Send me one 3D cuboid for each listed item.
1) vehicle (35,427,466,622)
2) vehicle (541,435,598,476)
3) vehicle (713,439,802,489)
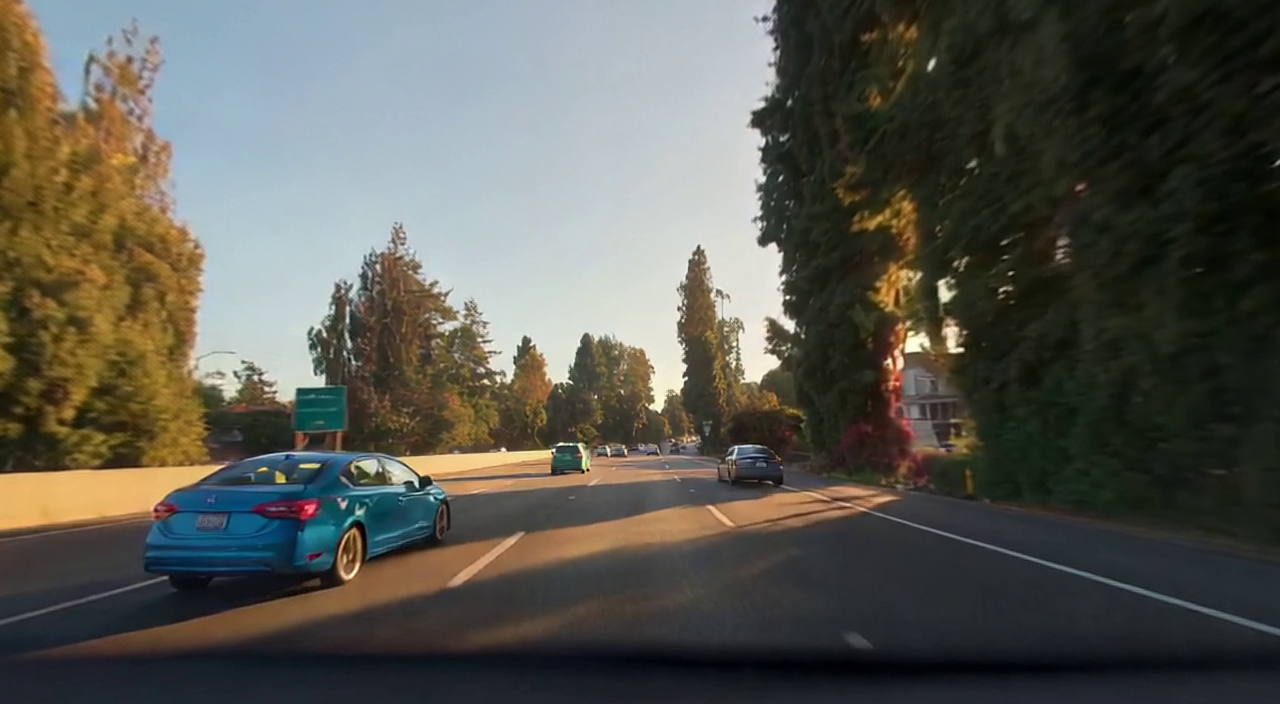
[{"bbox_3d":[-3.614,1.659,7.118,1.948,1.475,4.461,0,-9,1],"label":"vehicle"},{"bbox_3d":[-3.366,5.053,30.932,2.122,1.847,4.696,0,-9,1],"label":"vehicle"},{"bbox_3d":[3.799,3.734,21.310,2.100,1.472,4.533,0,-9,-1],"label":"vehicle"}]
